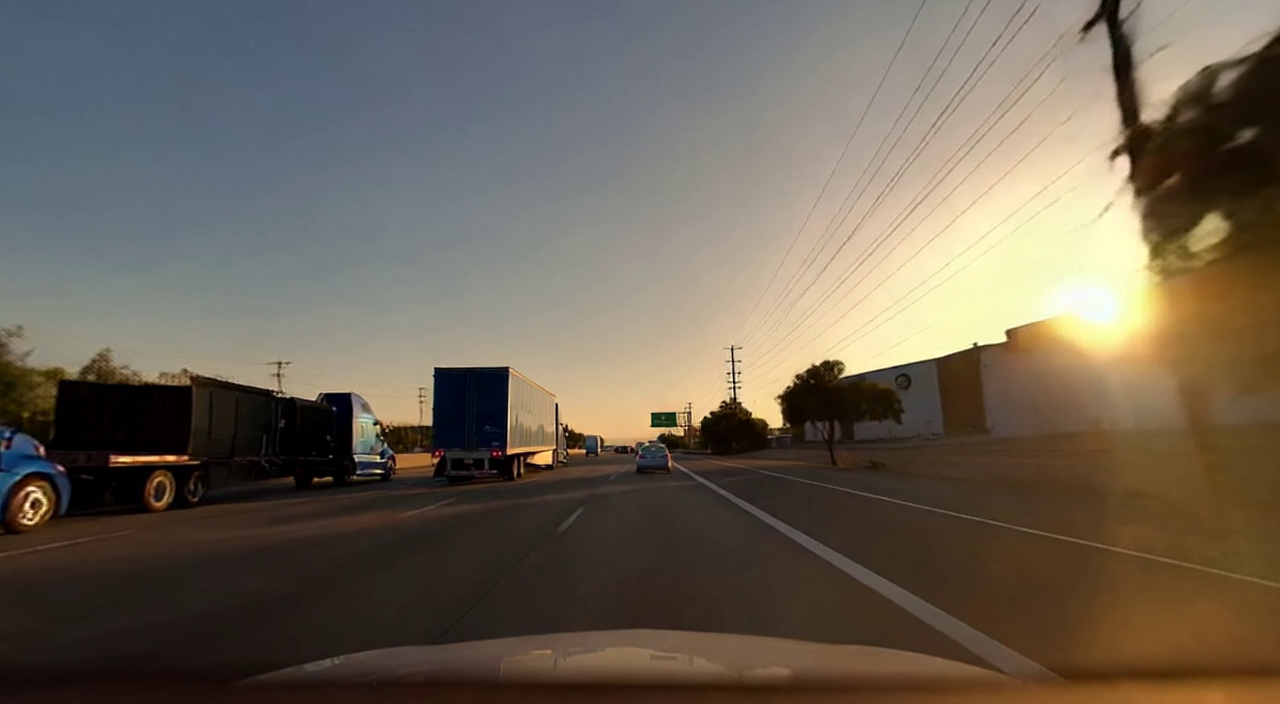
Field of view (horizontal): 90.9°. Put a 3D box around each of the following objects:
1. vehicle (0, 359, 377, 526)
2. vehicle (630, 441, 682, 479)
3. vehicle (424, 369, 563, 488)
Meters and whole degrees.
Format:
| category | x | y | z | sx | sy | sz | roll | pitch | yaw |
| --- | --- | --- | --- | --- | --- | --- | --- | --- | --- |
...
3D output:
| category | x | y | z | sx | sy | sz | roll | pitch | yaw |
| --- | --- | --- | --- | --- | --- | --- | --- | --- | --- |
| vehicle | -10.491 | 2.385 | 16.673 | 2.896 | 3.140 | 9.491 | 0 | -8 | 1 |
| vehicle | 0.624 | 4.597 | 27.143 | 2.055 | 1.514 | 4.323 | 0 | -8 | 0 |
| vehicle | -5.963 | 3.755 | 29.437 | 2.907 | 4.081 | 15.311 | 0 | -8 | 0 |
